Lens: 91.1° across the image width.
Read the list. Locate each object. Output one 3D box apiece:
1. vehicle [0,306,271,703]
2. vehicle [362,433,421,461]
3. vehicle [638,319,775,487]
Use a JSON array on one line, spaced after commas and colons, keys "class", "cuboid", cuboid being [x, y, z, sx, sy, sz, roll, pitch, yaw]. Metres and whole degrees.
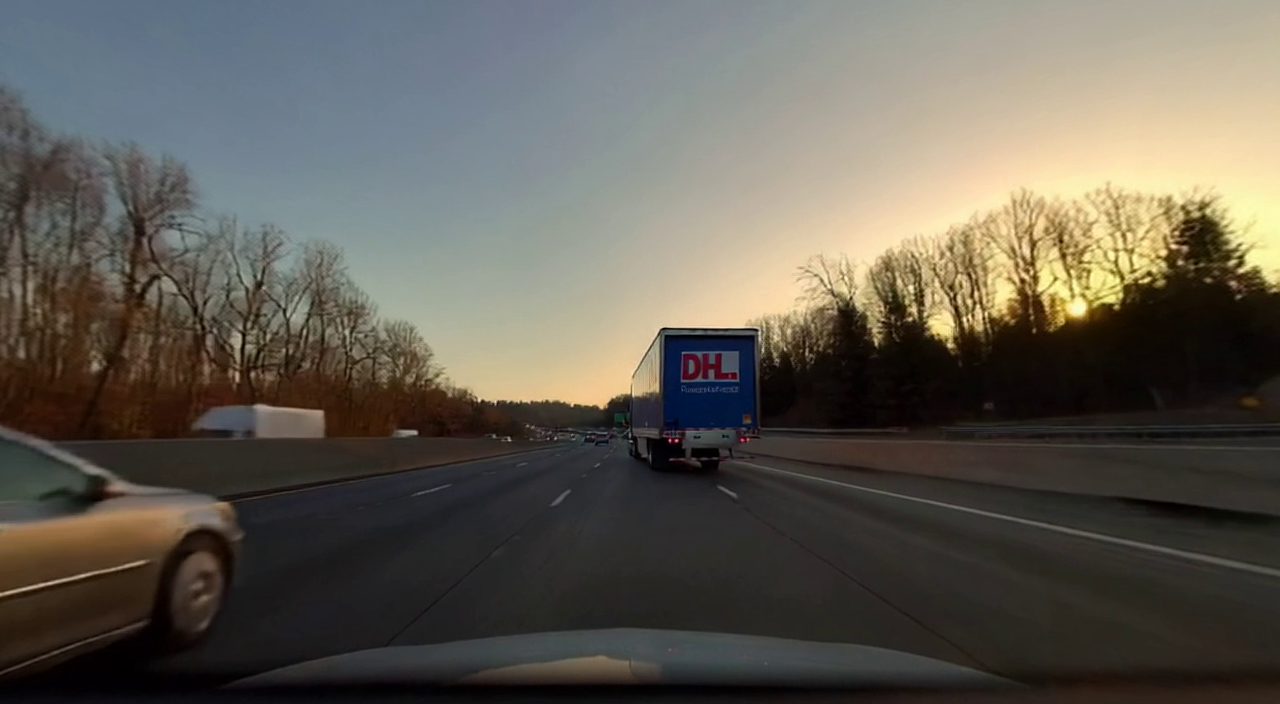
[{"class": "vehicle", "cuboid": [-3.599, 0.607, 1.444, 2.394, 1.787, 5.186, 0, -8, -1]}, {"class": "vehicle", "cuboid": [-16.922, 6.474, 43.070, 2.062, 1.777, 4.967, 0, -8, -1]}, {"class": "vehicle", "cuboid": [1.646, 1.843, 20.255, 3.011, 4.211, 8.926, 0, -8, -3]}]
